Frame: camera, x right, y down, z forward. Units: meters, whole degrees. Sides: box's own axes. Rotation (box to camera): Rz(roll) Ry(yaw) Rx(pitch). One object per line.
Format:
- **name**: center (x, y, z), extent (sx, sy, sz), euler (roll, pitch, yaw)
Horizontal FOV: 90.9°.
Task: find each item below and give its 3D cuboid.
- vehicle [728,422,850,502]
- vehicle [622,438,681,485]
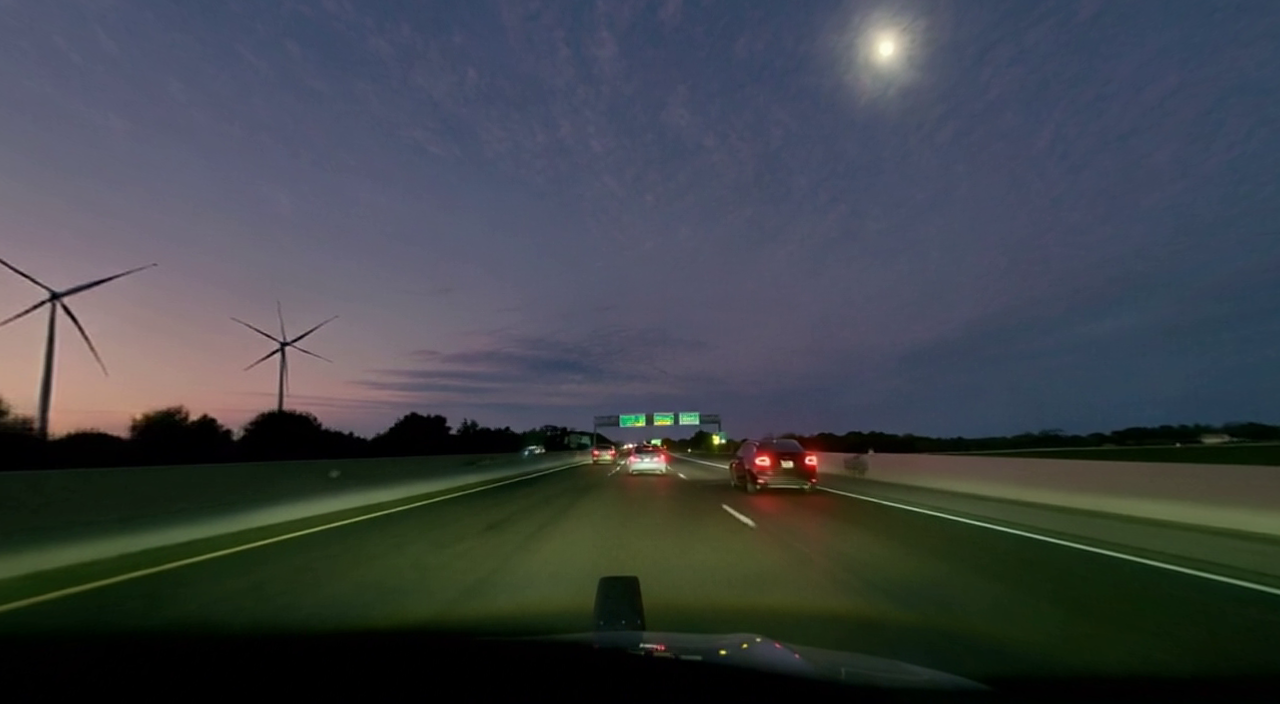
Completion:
- **vehicle**: center (3.873, 2.988, 17.435), extent (2.104, 1.861, 4.956), euler (0, -9, -1)
- **vehicle**: center (0.401, 4.138, 24.039), extent (2.083, 1.653, 3.787), euler (0, -9, 0)
